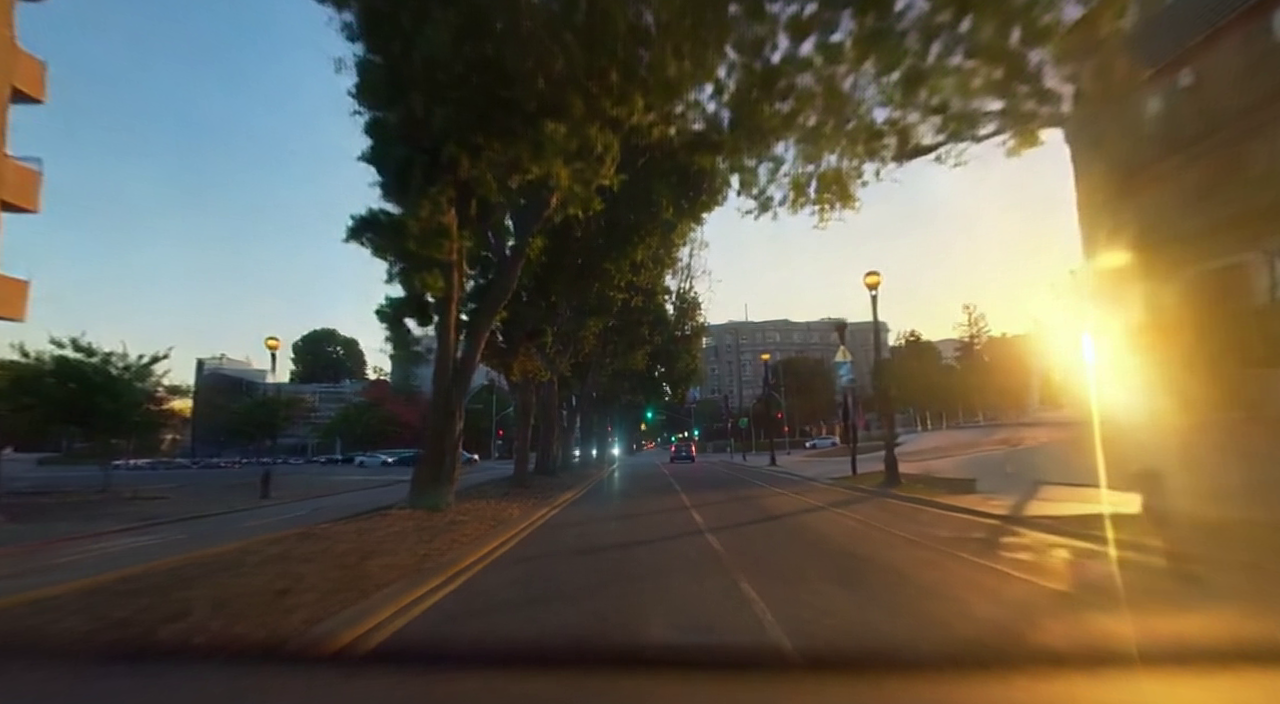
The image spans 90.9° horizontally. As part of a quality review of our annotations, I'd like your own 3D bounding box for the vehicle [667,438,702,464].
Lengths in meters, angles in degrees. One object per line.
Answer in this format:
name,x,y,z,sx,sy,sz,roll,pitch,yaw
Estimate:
vehicle,3.026,6.850,43.809,2.129,1.719,4.205,0,-8,0
